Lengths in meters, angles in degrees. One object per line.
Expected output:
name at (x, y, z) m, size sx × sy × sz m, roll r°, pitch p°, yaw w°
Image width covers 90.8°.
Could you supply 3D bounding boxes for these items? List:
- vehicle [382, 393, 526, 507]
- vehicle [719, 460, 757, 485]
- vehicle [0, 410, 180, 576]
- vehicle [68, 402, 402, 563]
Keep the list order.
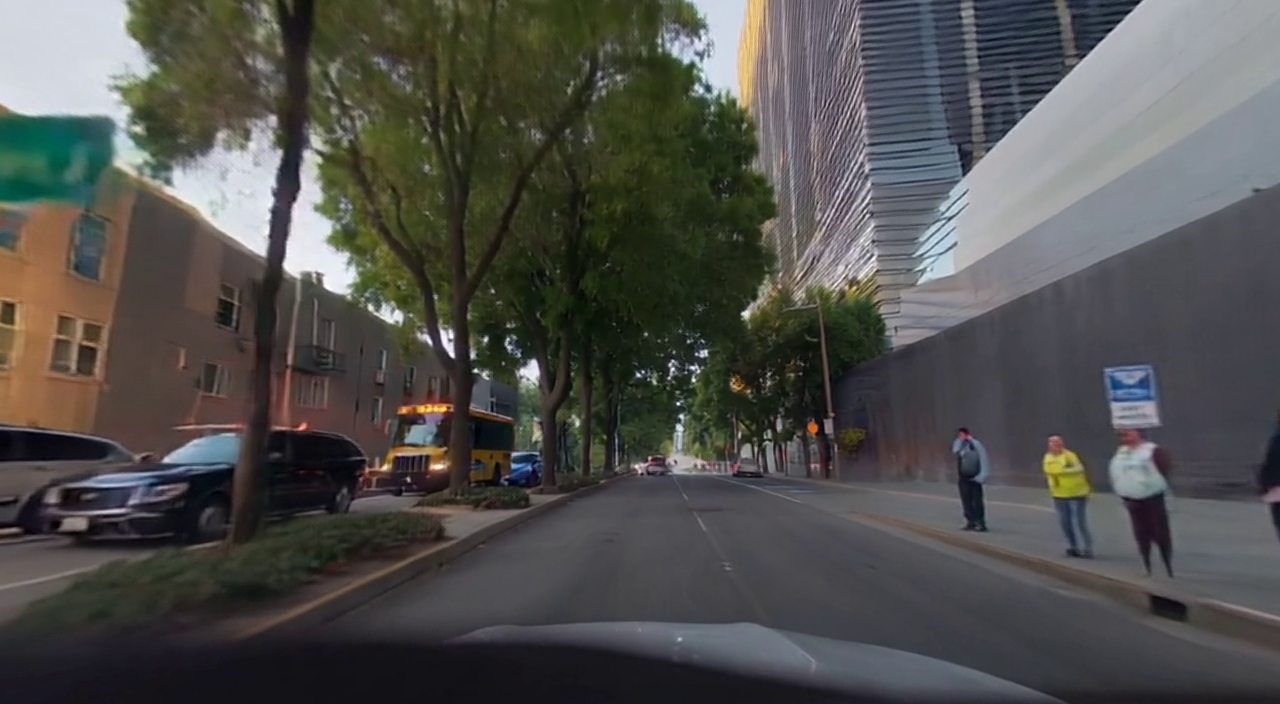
vehicle at (-4.989, 2.792, 18.104) m, size 2.268 × 2.708 × 5.699 m, roll -1°, pitch -9°, yaw 1°
vehicle at (6.671, 8.254, 43.543) m, size 1.888 × 1.536 × 4.381 m, roll 0°, pitch -9°, yaw 0°
vehicle at (-8.356, 1.639, 7.467) m, size 2.109 × 1.819 × 4.615 m, roll 2°, pitch -16°, yaw 2°
vehicle at (-5.613, 1.880, 9.735) m, size 1.988 × 1.855 × 4.599 m, roll -1°, pitch -9°, yaw 1°
